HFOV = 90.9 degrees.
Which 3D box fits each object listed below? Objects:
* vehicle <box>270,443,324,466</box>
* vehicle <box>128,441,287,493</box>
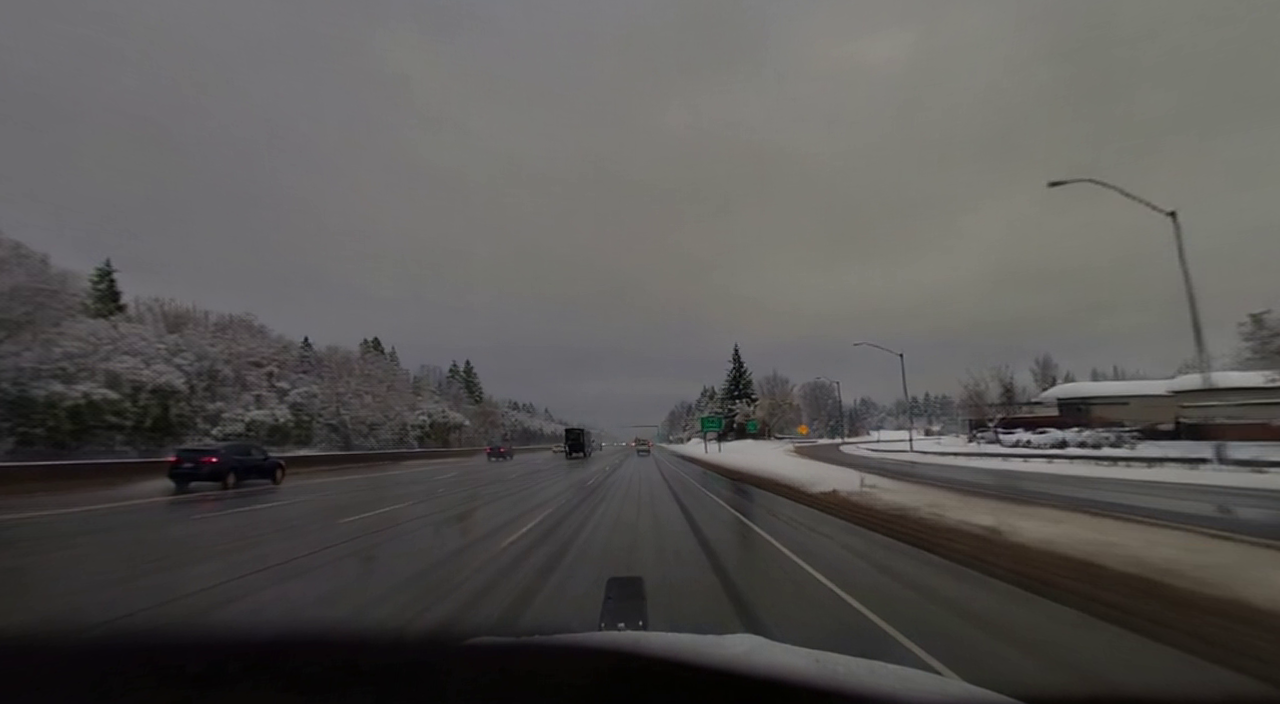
[{"bbox_3d":[-22.758,6.792,41.969,1.566,1.433,3.548,-2,-9,1],"label":"vehicle"},{"bbox_3d":[-13.778,3.650,20.487,1.988,1.477,4.442,0,-8,0],"label":"vehicle"}]
